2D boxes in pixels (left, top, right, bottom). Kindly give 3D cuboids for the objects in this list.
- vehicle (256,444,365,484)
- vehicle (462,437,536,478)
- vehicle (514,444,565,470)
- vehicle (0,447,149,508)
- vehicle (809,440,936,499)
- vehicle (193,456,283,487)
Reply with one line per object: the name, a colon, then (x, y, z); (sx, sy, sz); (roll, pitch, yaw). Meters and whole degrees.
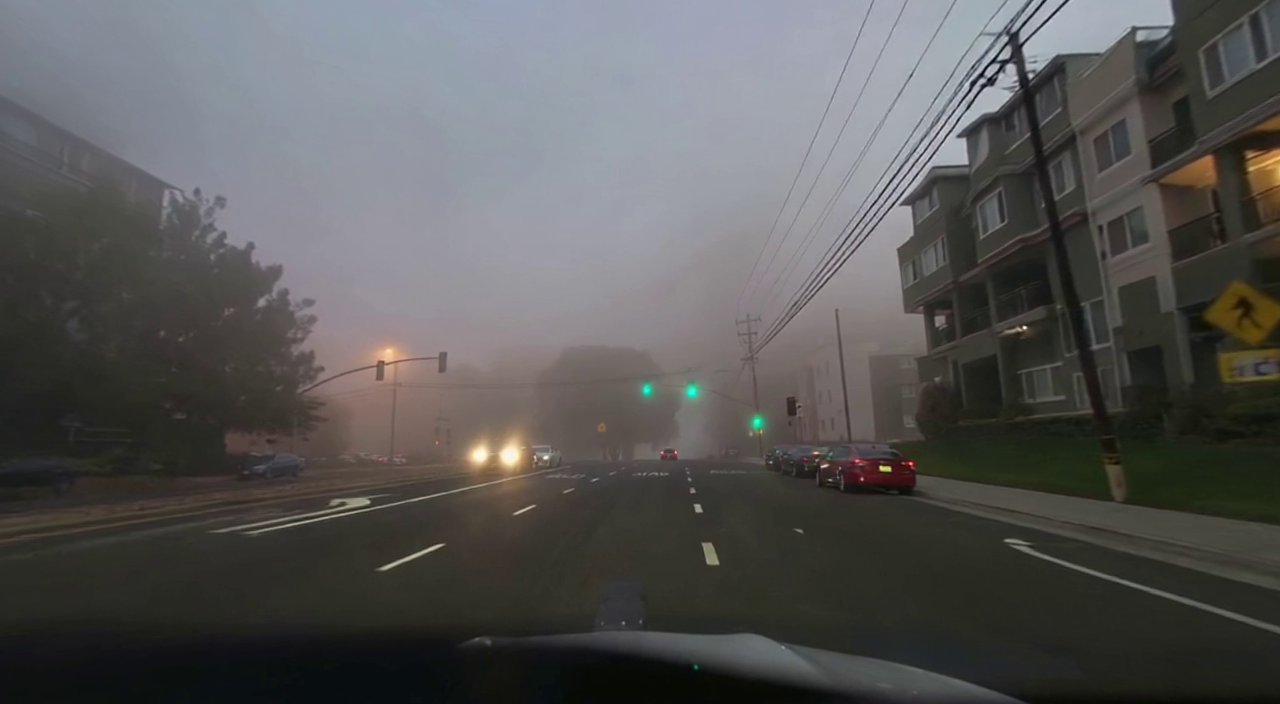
vehicle: (-15.417, 5.224, 29.890); (2.284, 1.738, 4.773); (-1, -8, 4)
vehicle: (-6.612, 5.002, 30.186); (2.074, 1.794, 4.832); (-1, -8, 5)
vehicle: (-5.865, 6.158, 37.281); (1.953, 1.471, 4.744); (-1, -8, 4)
vehicle: (-19.338, 4.104, 21.185); (1.879, 1.751, 4.454); (-1, -8, 4)
vehicle: (6.521, 3.316, 18.339); (2.121, 1.459, 4.591); (0, -8, 2)
vehicle: (-22.170, 6.591, 35.012); (1.846, 1.489, 4.409); (-1, -8, 4)
